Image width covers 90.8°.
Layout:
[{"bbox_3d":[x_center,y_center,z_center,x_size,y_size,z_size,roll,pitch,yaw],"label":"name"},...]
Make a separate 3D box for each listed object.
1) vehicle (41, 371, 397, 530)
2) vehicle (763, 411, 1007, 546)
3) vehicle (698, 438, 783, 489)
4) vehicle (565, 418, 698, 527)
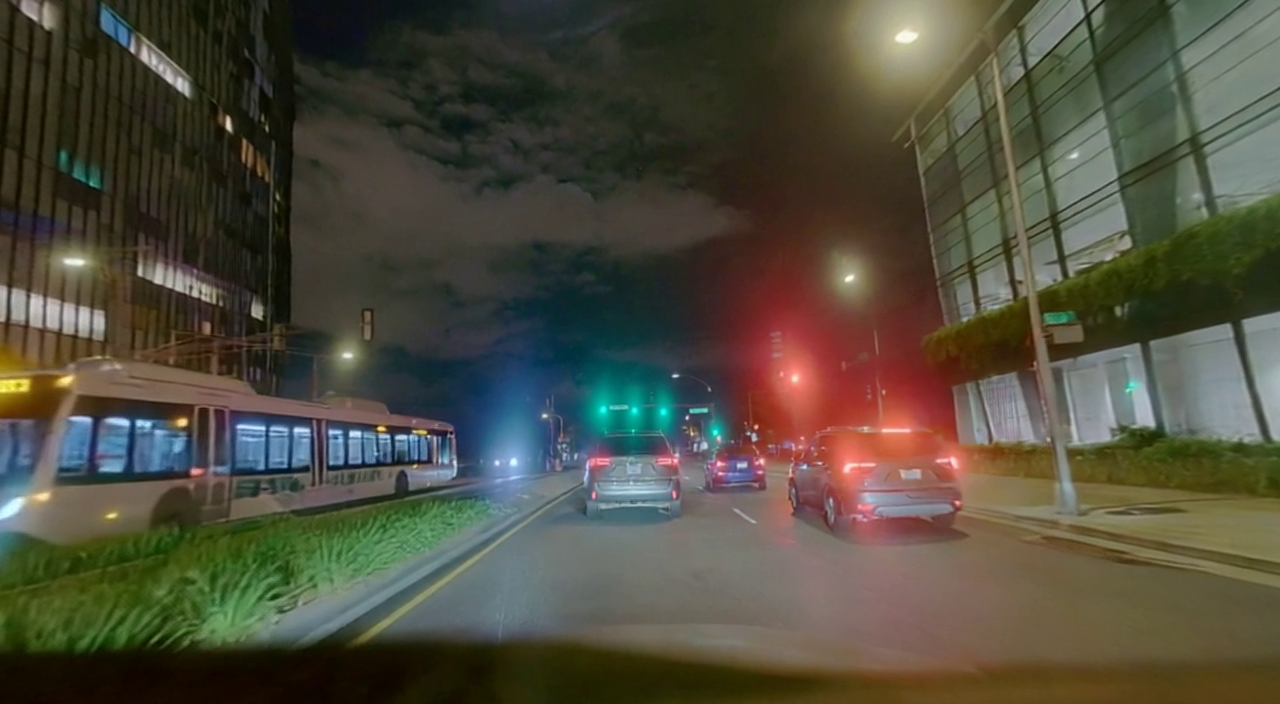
[{"bbox_3d":[-10.971,2.852,18.730,3.053,3.359,10.539,0,-8,2],"label":"vehicle"},{"bbox_3d":[3.597,1.960,10.454,2.029,1.717,4.624,0,-8,-2],"label":"vehicle"},{"bbox_3d":[3.181,3.625,20.926,1.993,1.480,4.324,0,-8,-2],"label":"vehicle"},{"bbox_3d":[-0.192,2.301,12.587,2.178,1.779,4.255,0,-8,-1],"label":"vehicle"}]
